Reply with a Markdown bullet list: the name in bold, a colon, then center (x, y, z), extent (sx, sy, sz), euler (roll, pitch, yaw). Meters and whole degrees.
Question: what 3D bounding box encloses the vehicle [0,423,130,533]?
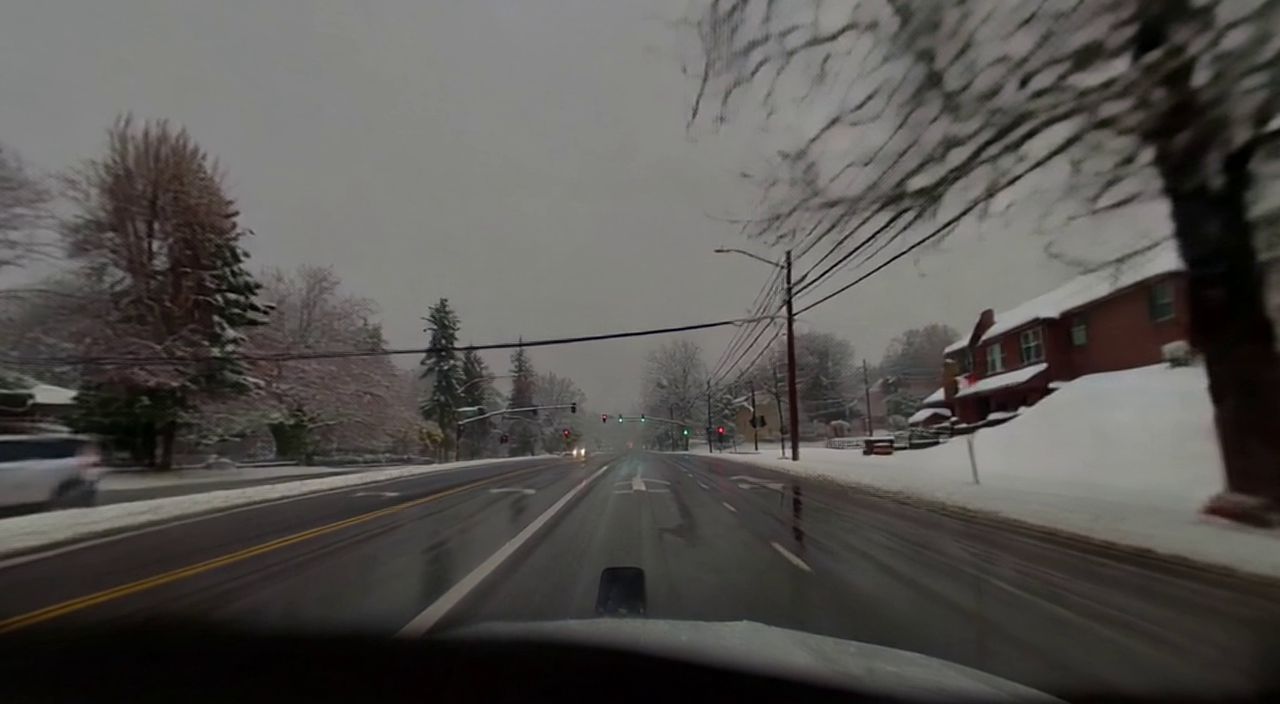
- **vehicle**: center (-11.915, 2.194, 10.938), extent (2.045, 1.847, 4.674), euler (-1, -8, 0)
